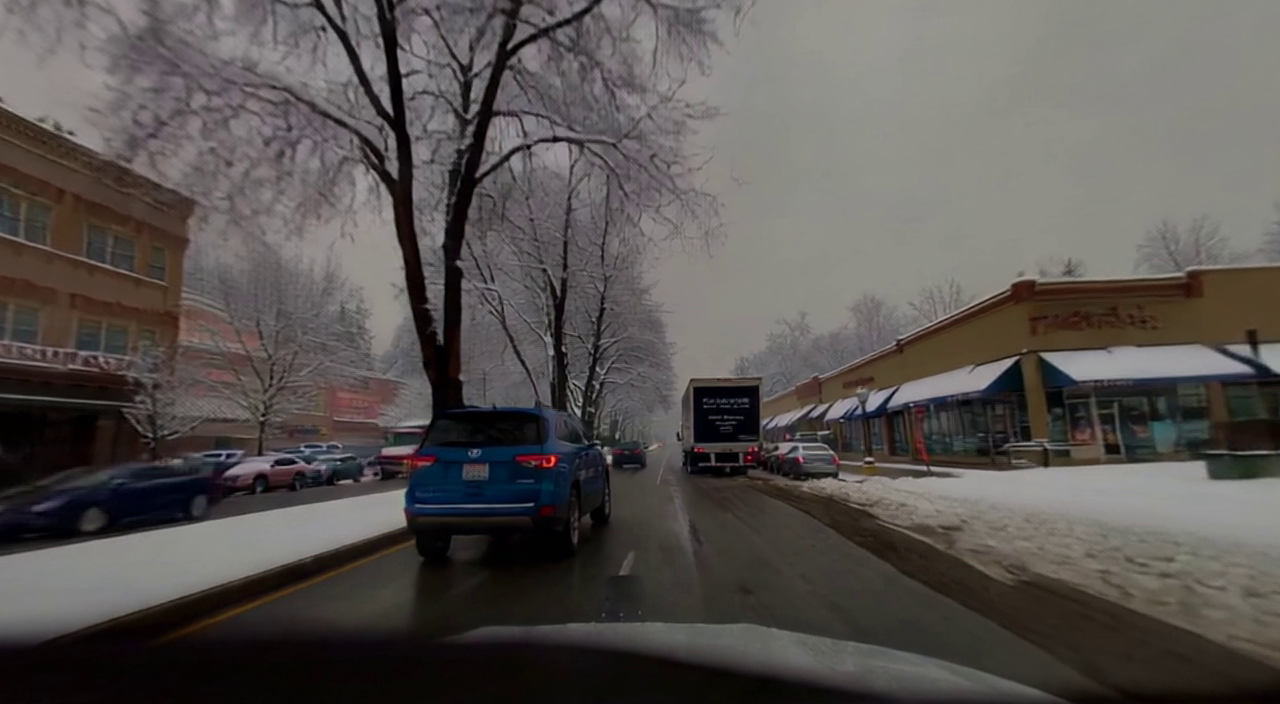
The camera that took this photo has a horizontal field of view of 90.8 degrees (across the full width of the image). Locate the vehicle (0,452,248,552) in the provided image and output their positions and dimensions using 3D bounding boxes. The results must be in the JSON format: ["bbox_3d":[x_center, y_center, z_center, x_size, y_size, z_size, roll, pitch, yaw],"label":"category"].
[{"bbox_3d":[-9.886,2.639,11.879,1.915,1.434,4.609,-1,-9,3],"label":"vehicle"}]

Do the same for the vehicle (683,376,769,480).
[{"bbox_3d":[3.921,4.029,32.238,3.007,4.206,12.913,-1,-8,2],"label":"vehicle"}]

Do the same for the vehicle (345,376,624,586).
[{"bbox_3d":[-1.603,1.622,8.715,2.293,2.036,4.853,-1,-9,4],"label":"vehicle"}]

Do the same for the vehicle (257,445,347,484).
[{"bbox_3d":[-21.195,7.013,39.997,2.233,2.228,5.747,0,-8,4],"label":"vehicle"}]

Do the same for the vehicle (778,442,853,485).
[{"bbox_3d":[6.826,4.346,24.977,1.929,1.522,4.158,-1,-9,3],"label":"vehicle"}]
